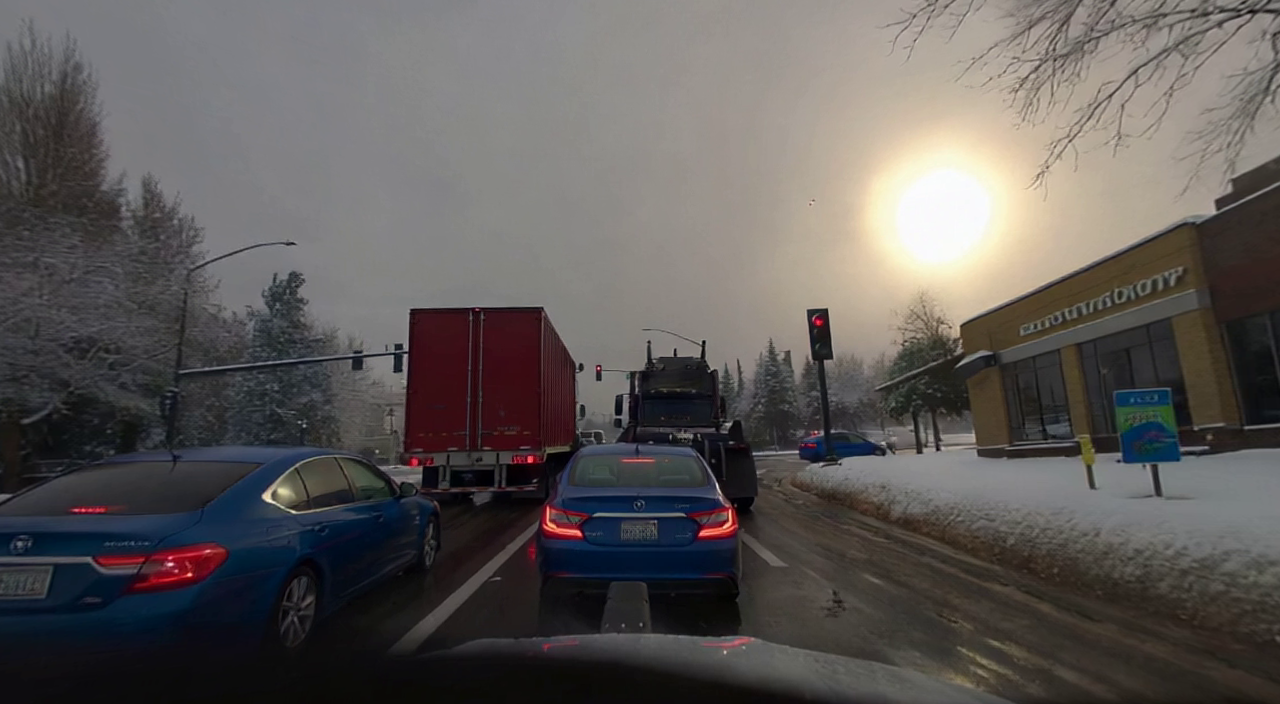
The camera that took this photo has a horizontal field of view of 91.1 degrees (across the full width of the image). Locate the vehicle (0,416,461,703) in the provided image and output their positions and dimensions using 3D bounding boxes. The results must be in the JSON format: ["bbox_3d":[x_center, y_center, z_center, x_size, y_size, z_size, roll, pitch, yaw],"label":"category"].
[{"bbox_3d":[-3.096,1.365,5.155,1.969,1.471,4.378,0,-8,0],"label":"vehicle"}]

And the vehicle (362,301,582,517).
[{"bbox_3d":[-3.252,1.489,14.619,3.020,3.800,7.105,0,-8,1],"label":"vehicle"}]

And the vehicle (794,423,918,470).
[{"bbox_3d":[9.519,4.193,27.840,4.681,1.713,1.969,-1,-10,-12],"label":"vehicle"}]

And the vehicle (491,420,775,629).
[{"bbox_3d":[-0.102,1.567,6.709,2.067,1.506,4.118,0,-8,-2],"label":"vehicle"}]
